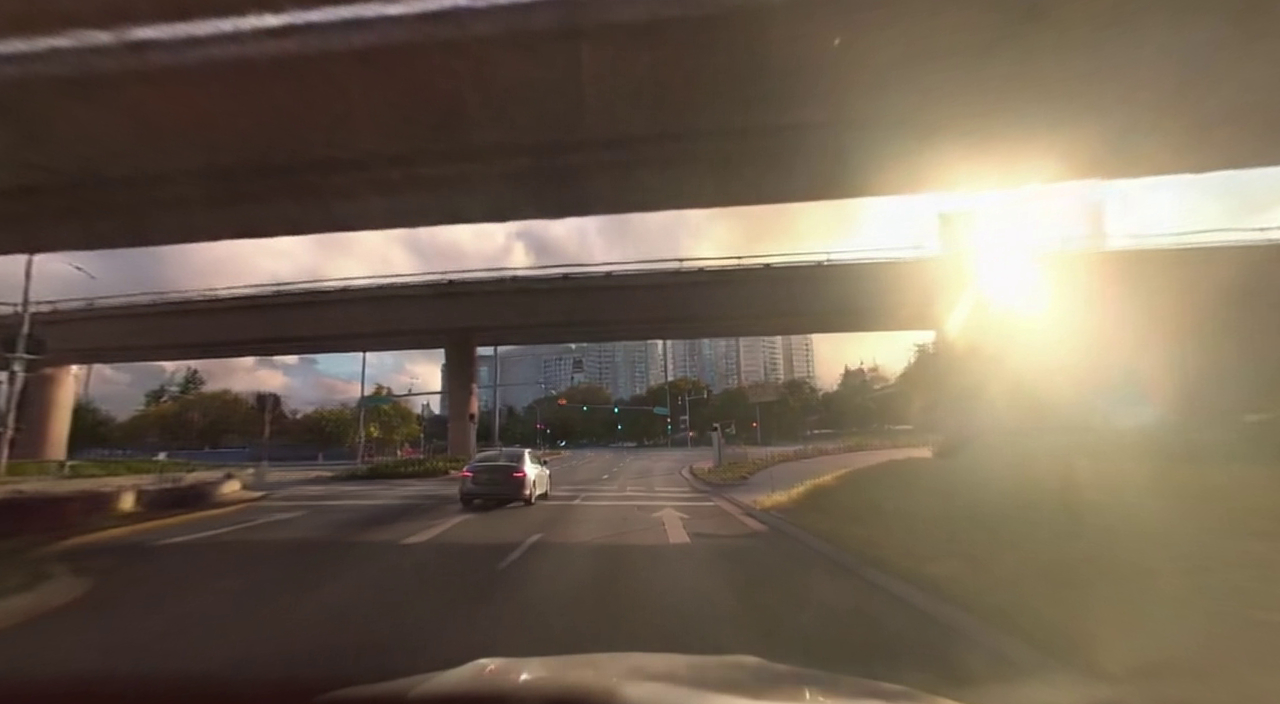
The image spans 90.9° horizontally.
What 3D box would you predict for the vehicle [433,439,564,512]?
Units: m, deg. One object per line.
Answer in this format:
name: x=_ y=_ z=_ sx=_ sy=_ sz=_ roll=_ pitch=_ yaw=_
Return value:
vehicle: x=-3.179 y=2.882 z=15.226 sx=1.963 sy=1.460 sz=4.614 roll=0 pitch=-9 yaw=2
